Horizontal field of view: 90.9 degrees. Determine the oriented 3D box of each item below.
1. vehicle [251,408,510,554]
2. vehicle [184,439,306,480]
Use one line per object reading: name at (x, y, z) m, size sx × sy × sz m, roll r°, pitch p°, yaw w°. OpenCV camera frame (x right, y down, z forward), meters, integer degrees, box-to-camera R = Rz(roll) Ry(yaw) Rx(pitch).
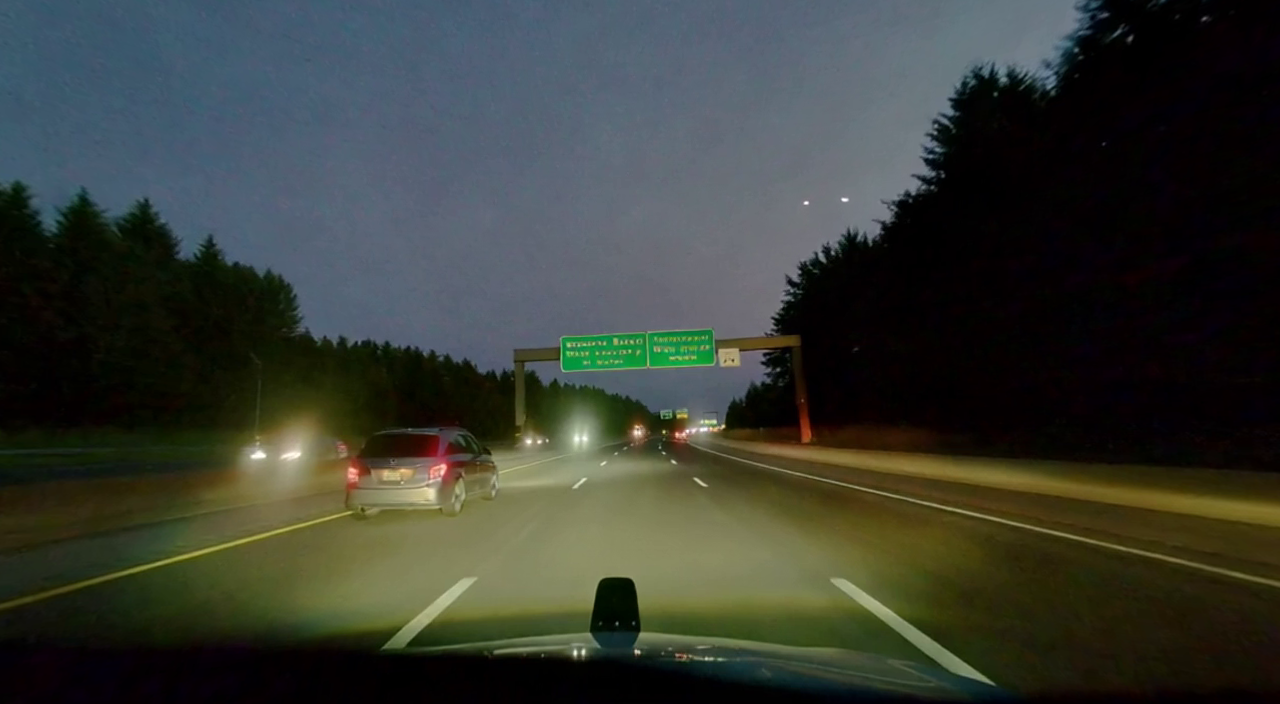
vehicle at (-3.411, 1.768, 9.345) m, size 2.084 × 1.654 × 4.080 m, roll 0°, pitch -8°, yaw 0°
vehicle at (-15.790, 4.281, 25.557) m, size 1.956 × 1.501 × 4.682 m, roll 0°, pitch -8°, yaw -1°
